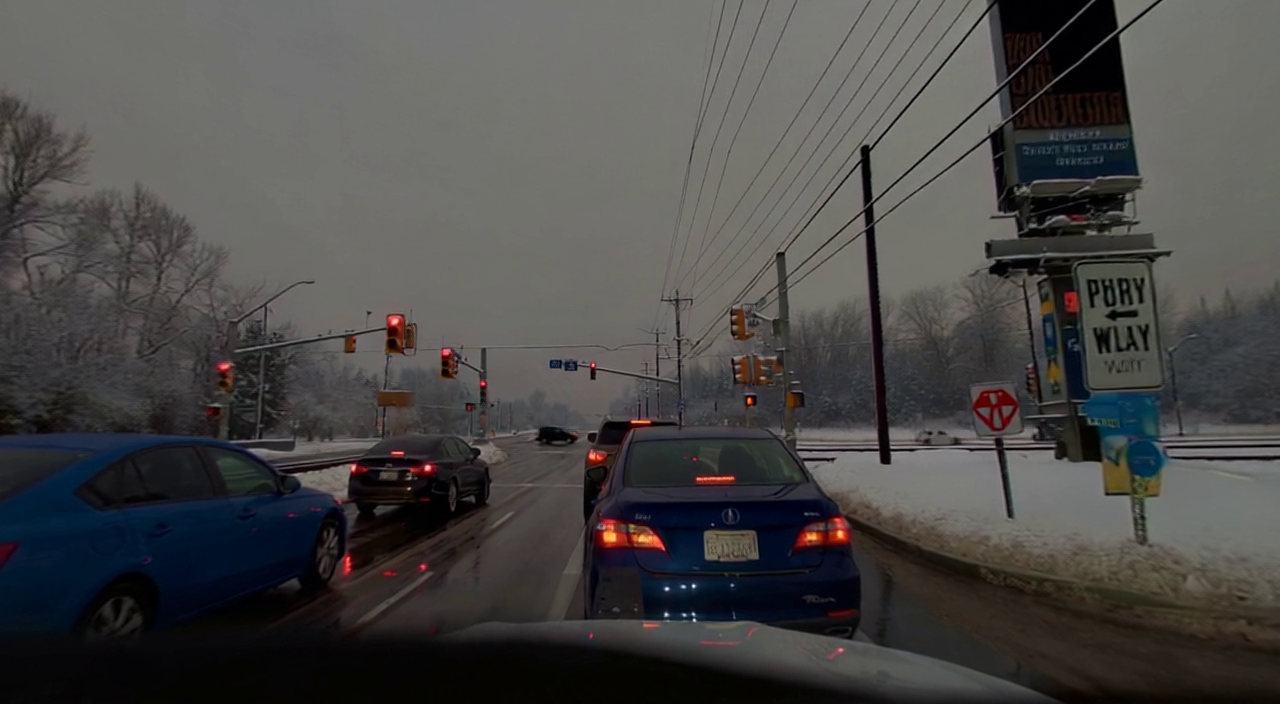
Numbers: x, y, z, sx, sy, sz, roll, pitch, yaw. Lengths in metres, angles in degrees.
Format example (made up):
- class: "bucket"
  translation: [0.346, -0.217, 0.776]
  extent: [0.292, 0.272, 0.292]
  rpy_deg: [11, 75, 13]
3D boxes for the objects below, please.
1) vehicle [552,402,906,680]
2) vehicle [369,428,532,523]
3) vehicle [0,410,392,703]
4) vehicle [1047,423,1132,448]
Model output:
- class: "vehicle"
  translation: [0.392, 1.352, 5.601]
  extent: [1.998, 1.529, 3.960]
  rpy_deg: [1, -9, -4]
- class: "vehicle"
  translation: [-3.405, 2.301, 12.252]
  extent: [1.984, 1.505, 4.047]
  rpy_deg: [0, -9, -2]
- class: "vehicle"
  translation: [-3.710, 1.284, 4.638]
  extent: [1.956, 1.468, 4.585]
  rpy_deg: [0, -9, -1]
- class: "vehicle"
  translation: [33.044, 6.151, 46.541]
  extent: [4.544, 1.762, 2.272]
  rpy_deg: [1, -9, -2]
